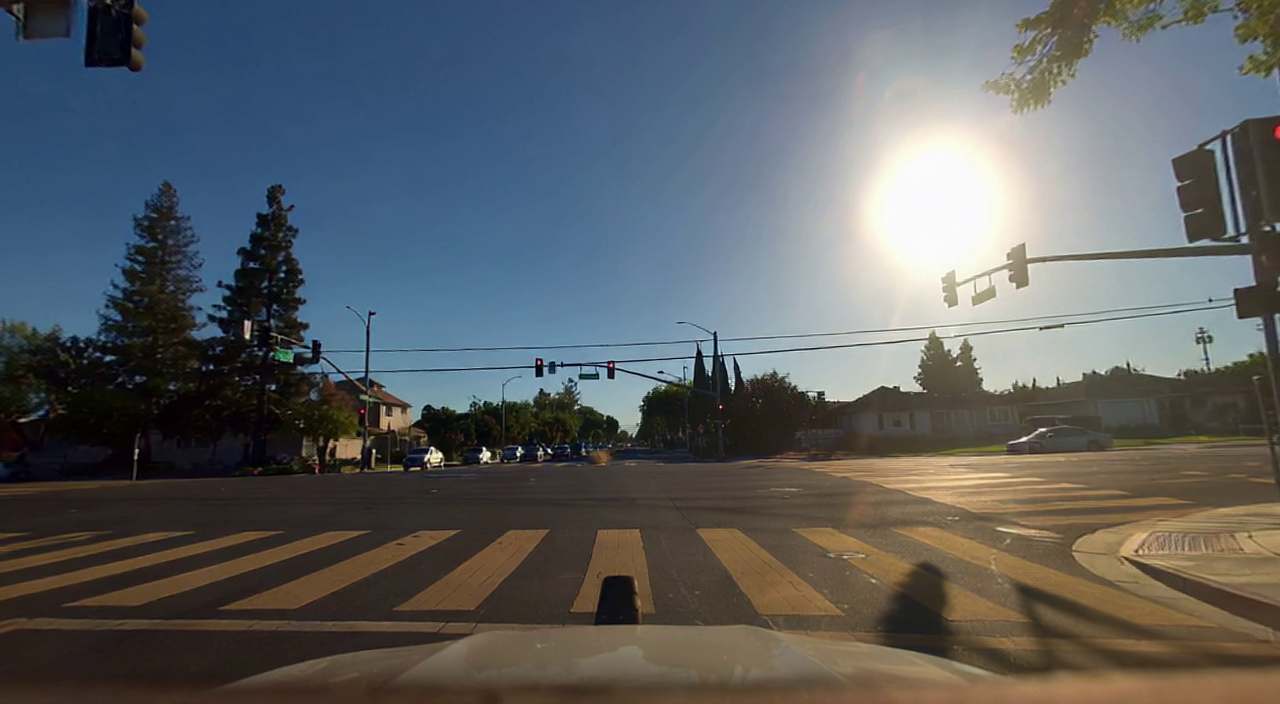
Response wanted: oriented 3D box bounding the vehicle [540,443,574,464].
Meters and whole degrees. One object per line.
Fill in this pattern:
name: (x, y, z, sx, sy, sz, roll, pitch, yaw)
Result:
vehicle: (-6.129, 7.520, 47.049, 1.936, 1.444, 4.168, 0, -8, 0)
